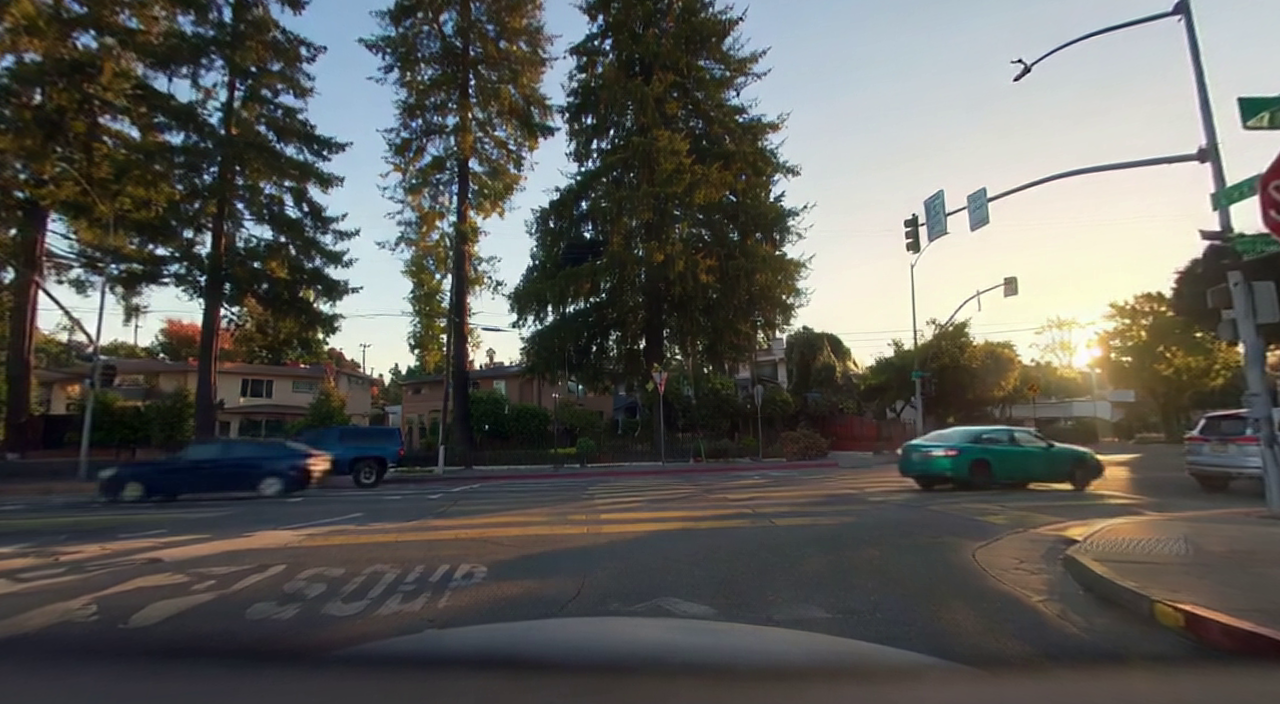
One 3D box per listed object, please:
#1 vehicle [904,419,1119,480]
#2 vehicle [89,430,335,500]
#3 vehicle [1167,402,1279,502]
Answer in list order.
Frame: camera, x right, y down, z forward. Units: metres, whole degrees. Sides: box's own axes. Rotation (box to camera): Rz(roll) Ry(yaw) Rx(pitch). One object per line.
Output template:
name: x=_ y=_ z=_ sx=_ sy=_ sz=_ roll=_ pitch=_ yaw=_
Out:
vehicle: x=9.842 y=2.570 z=16.843 sx=4.990 sy=1.454 sz=1.875 roll=2 pitch=-9 yaw=-15
vehicle: x=-9.944 y=2.648 z=15.202 sx=4.548 sy=1.469 sz=1.864 roll=3 pitch=-9 yaw=-23
vehicle: x=12.785 y=1.856 z=11.856 sx=4.208 sy=1.685 sz=2.014 roll=1 pitch=-8 yaw=-8
